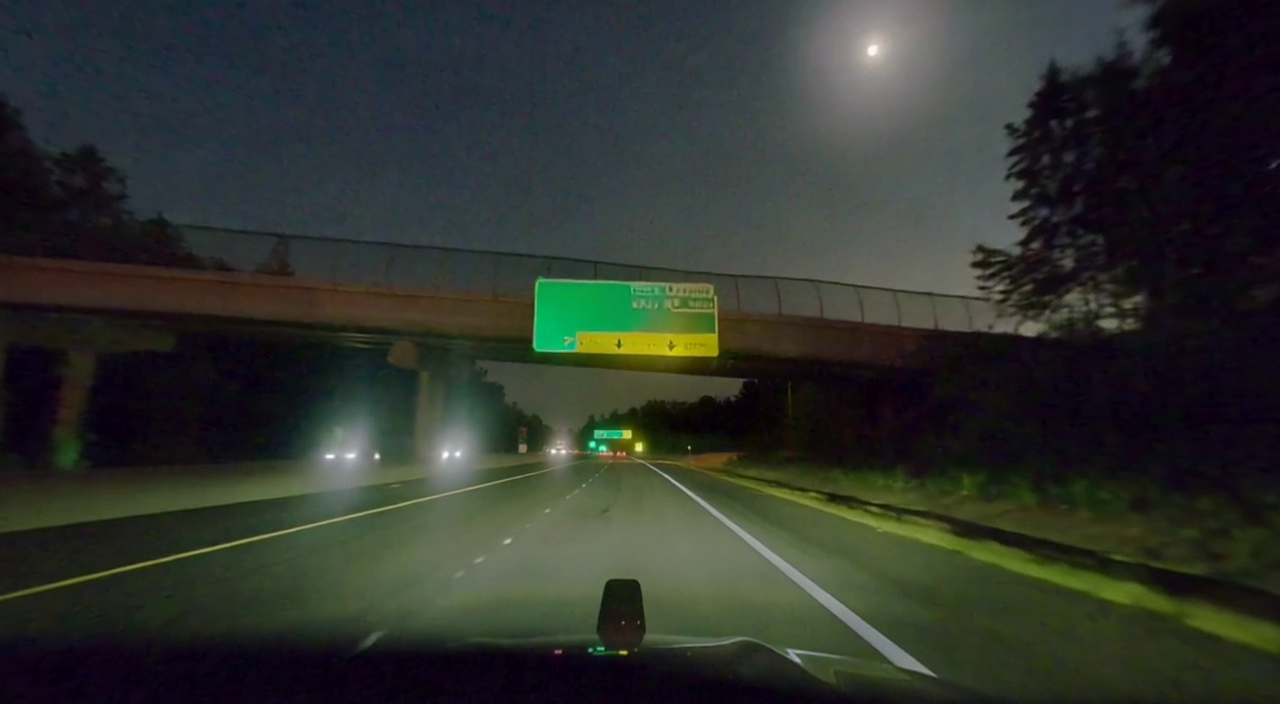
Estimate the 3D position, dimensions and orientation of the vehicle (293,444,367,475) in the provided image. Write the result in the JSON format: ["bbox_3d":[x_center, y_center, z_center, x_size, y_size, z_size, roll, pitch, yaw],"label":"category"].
[{"bbox_3d":[-15.599,5.411,31.912,1.840,1.465,3.721,0,-9,-1],"label":"vehicle"}]
